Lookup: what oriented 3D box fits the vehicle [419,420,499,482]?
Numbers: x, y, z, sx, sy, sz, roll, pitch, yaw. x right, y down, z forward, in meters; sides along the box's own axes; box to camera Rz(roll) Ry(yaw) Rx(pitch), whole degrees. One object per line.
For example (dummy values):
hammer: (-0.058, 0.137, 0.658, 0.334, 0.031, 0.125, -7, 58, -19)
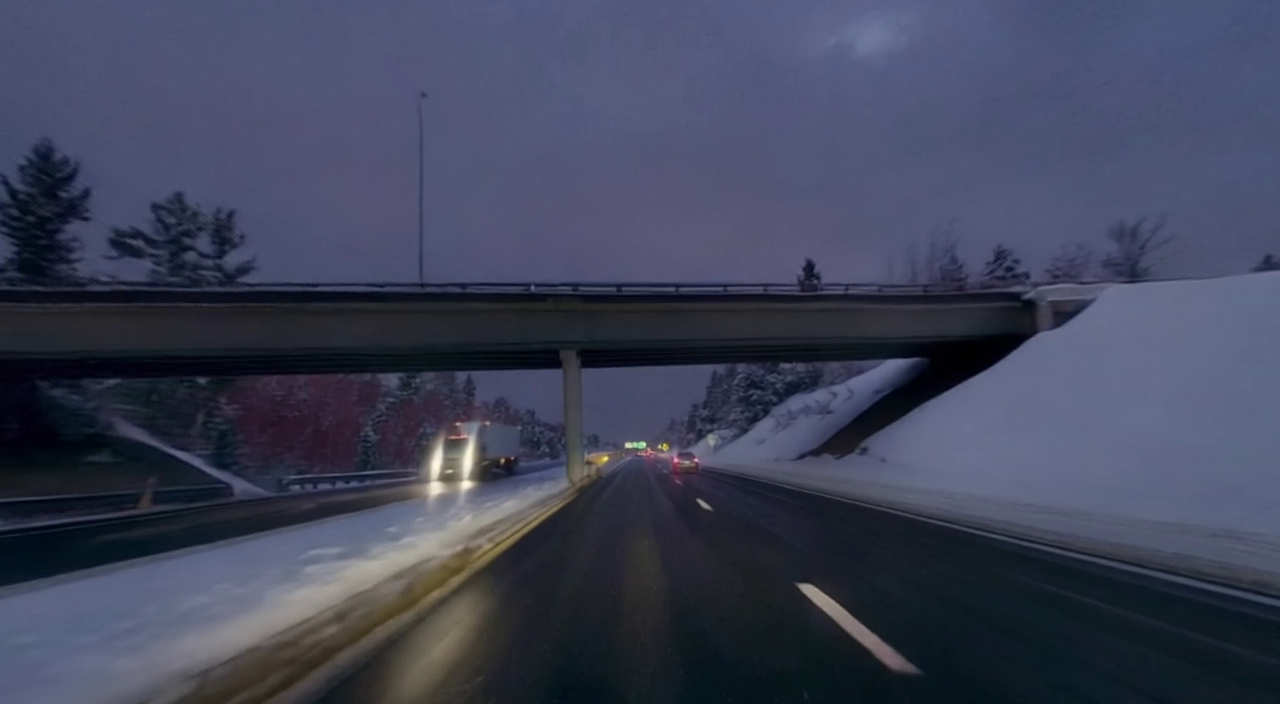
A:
vehicle: (-13.107, 7.323, 46.797, 3.038, 4.027, 9.826, 0, -9, 0)
